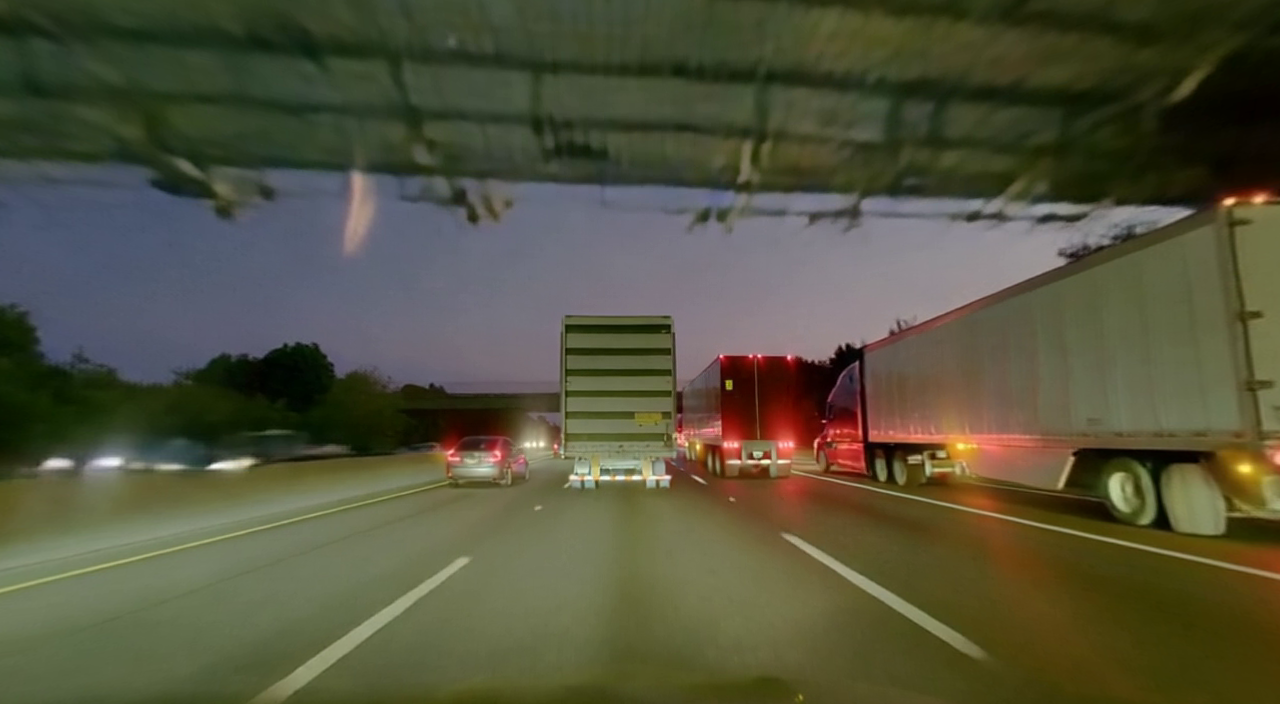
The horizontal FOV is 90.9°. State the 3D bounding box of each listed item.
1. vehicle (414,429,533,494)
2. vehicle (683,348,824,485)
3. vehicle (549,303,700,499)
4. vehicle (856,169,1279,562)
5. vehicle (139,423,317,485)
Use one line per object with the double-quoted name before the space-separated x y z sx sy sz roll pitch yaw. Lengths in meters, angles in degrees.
"vehicle" -4.116 2.751 16.259 2.049 1.483 3.786 0 -8 0
"vehicle" 3.614 2.585 23.700 2.817 3.886 11.491 0 -8 -2
"vehicle" -0.510 1.700 18.439 3.090 4.065 10.702 0 -8 -2
"vehicle" 8.165 0.928 12.420 3.000 4.114 13.063 0 -8 -1
"vehicle" -11.683 2.922 18.385 2.065 1.564 4.640 0 -8 0
